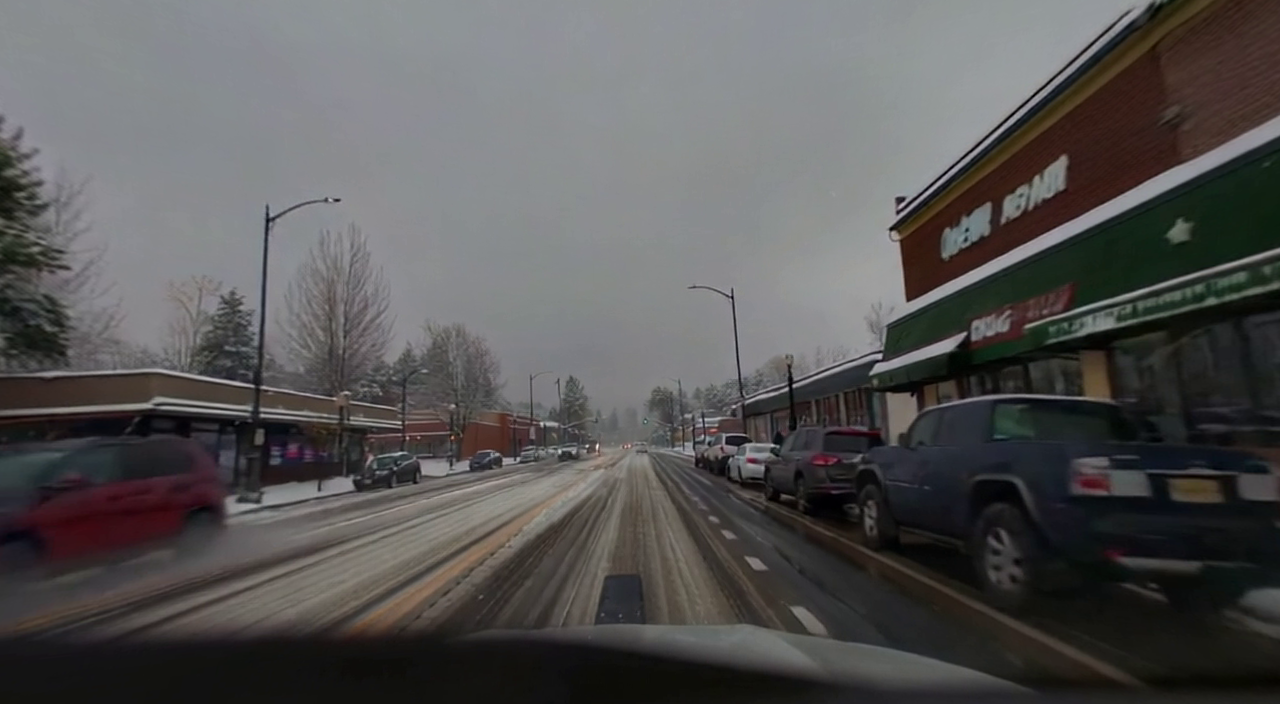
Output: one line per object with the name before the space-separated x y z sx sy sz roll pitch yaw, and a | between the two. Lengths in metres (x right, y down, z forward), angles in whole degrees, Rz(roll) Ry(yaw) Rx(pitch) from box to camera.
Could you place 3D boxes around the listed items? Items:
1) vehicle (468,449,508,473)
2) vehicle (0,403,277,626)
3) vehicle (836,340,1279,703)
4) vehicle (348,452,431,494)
vehicle | -10.555 7.569 44.061 1.846 1.463 4.206 0 -8 -1
vehicle | -6.399 1.600 6.860 2.098 1.838 4.718 -1 -8 0
vehicle | 3.897 1.304 5.992 2.164 1.880 6.057 -1 -8 1
vehicle | -10.797 5.204 27.533 1.930 1.621 3.853 -1 -8 2
